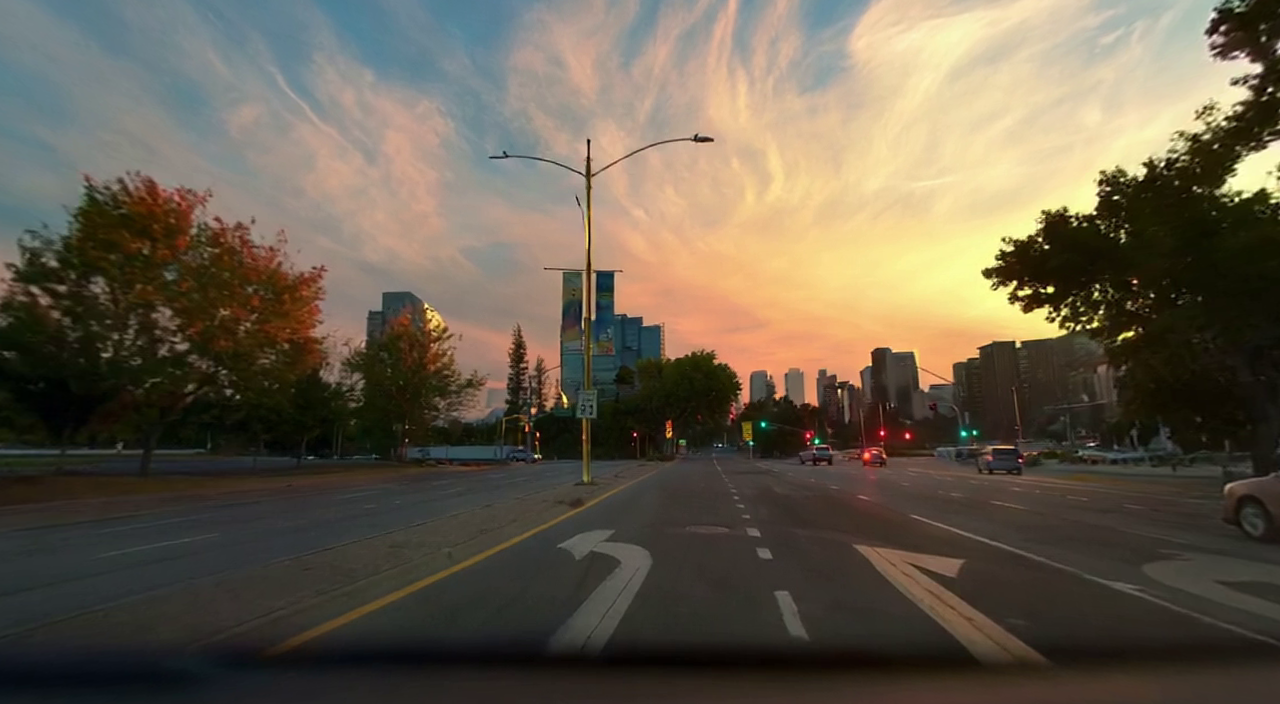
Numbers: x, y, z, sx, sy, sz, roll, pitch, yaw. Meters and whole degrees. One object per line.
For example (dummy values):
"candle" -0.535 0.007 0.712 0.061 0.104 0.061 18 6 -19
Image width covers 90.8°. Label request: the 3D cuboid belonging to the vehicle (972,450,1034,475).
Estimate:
"vehicle" 23.708 7.202 41.475 1.896 1.524 4.562 -1 -9 8
